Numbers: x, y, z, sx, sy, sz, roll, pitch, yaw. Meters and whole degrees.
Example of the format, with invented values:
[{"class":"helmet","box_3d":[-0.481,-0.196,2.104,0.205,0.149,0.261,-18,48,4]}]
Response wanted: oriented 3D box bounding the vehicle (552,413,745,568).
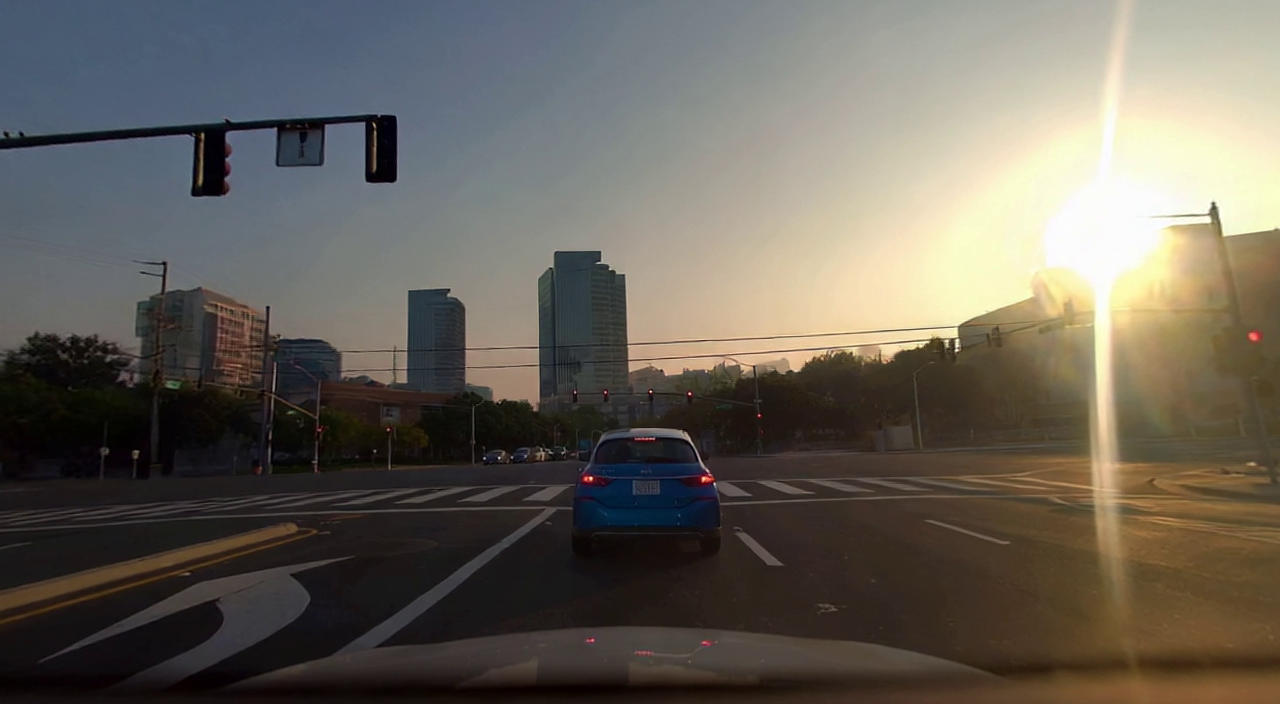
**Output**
[{"class":"vehicle","box_3d":[0.046,1.754,8.705,2.027,1.626,3.942,0,-8,-1]}]
